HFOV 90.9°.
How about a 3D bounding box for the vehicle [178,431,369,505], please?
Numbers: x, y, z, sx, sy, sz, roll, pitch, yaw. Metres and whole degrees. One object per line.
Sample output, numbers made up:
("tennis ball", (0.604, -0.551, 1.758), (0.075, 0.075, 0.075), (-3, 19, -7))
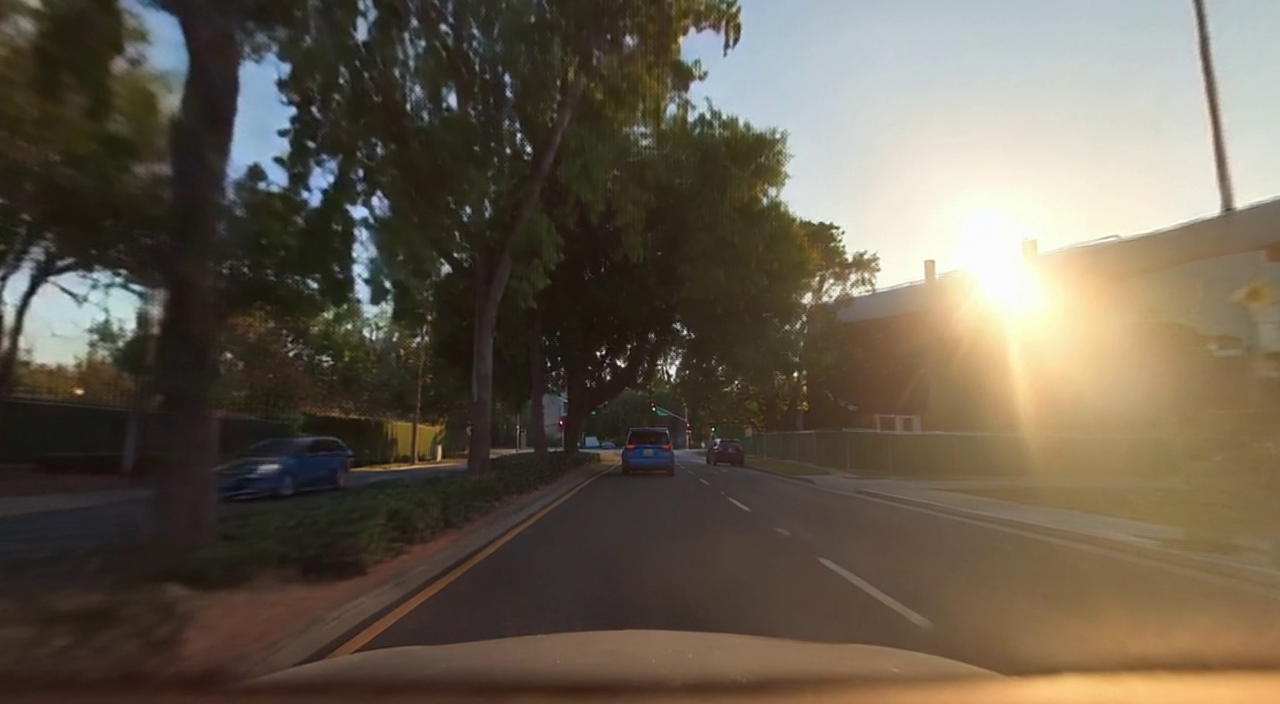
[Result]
("vehicle", (-8.643, 2.767, 15.497), (2.028, 1.502, 4.646), (0, -9, -2))

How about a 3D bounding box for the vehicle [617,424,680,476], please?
("vehicle", (0.378, 4.030, 26.015), (2.386, 1.947, 4.168), (-1, -9, 1))

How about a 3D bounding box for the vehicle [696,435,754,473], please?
("vehicle", (4.066, 4.960, 30.864), (2.138, 1.699, 4.852), (0, -9, 0))
